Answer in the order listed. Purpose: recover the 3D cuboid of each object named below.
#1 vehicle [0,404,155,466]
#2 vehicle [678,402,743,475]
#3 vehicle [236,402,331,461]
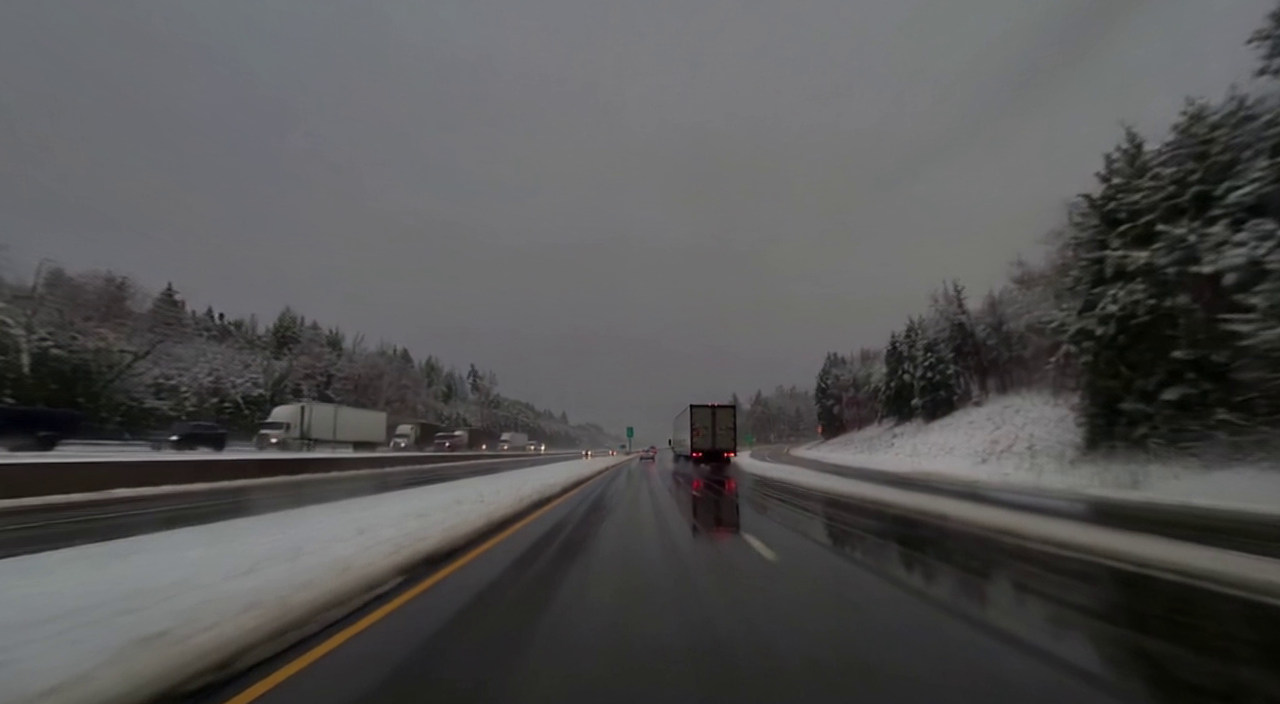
[{"bbox_3d":[-42.346,5.704,42.973,14.024,4.015,3.011,8,-12,-42],"label":"vehicle"},{"bbox_3d":[4.433,5.946,42.706,3.185,4.154,12.638,-1,-9,1],"label":"vehicle"},{"bbox_3d":[-26.078,5.945,46.397,3.155,4.020,6.162,-1,-9,1],"label":"vehicle"}]
